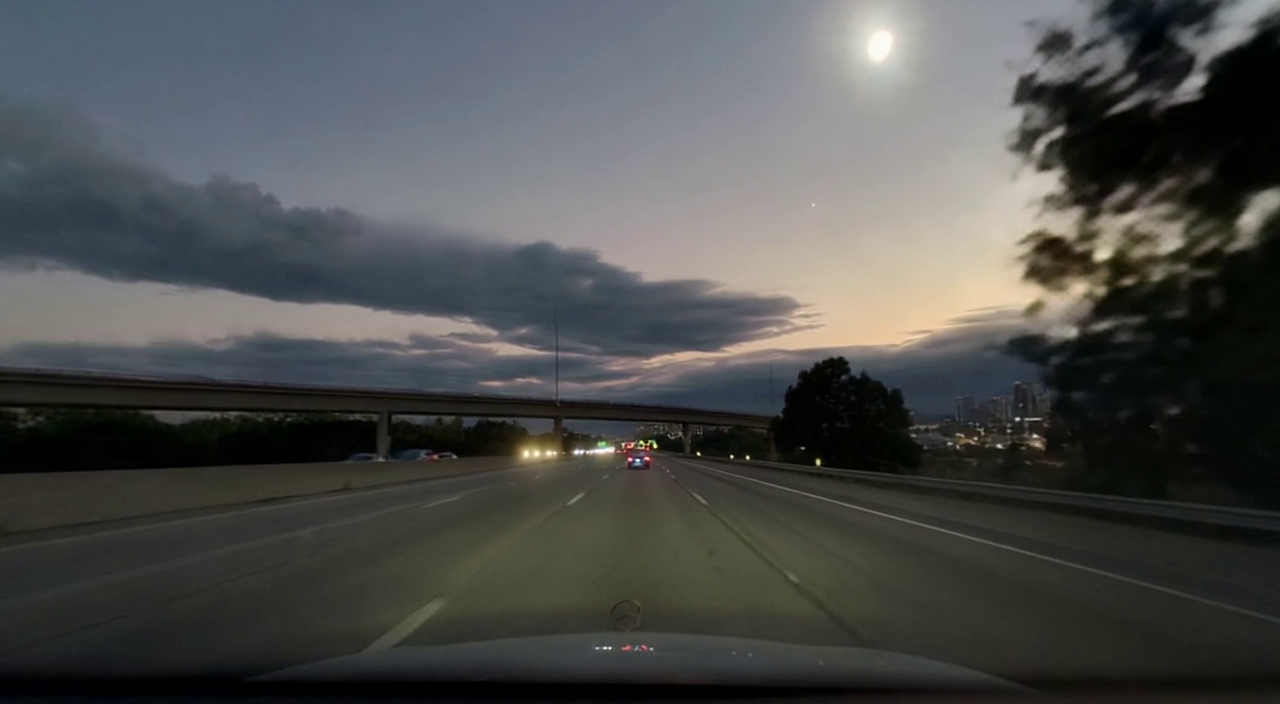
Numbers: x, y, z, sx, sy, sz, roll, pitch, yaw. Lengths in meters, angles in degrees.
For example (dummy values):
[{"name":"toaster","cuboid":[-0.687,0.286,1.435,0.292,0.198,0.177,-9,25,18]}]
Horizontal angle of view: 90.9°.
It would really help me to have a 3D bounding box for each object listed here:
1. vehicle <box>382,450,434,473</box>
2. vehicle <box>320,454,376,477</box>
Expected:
[{"name":"vehicle","cuboid":[-16.046,7.574,43.840,1.829,1.471,4.594,0,-9,1]},{"name":"vehicle","cuboid":[-19.918,7.740,43.216,1.933,1.457,3.889,0,-9,1]}]
